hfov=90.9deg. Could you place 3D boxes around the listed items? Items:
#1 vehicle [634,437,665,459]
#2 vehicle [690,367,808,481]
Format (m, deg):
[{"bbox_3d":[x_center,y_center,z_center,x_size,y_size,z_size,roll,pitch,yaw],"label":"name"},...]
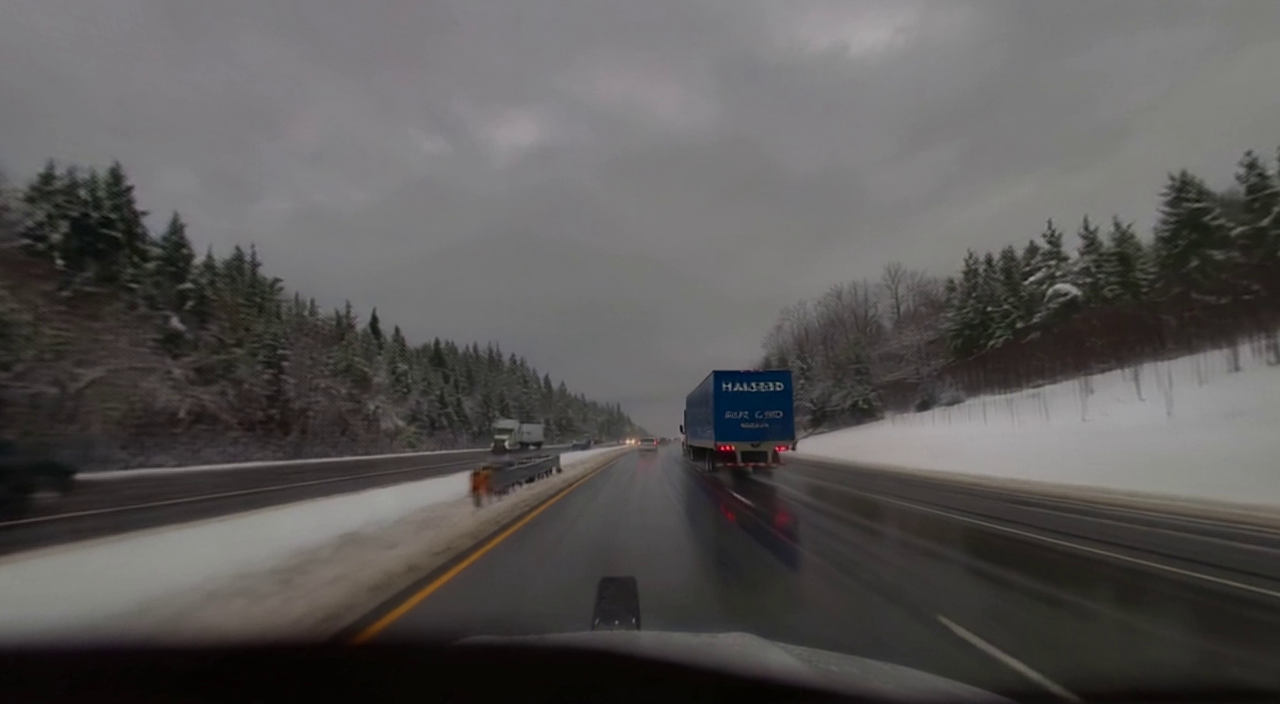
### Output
[{"bbox_3d":[0.713,7.079,46.650,2.209,1.499,4.144,0,-8,1],"label":"vehicle"},{"bbox_3d":[4.410,3.455,29.381,3.171,4.072,13.784,0,-8,0],"label":"vehicle"}]
